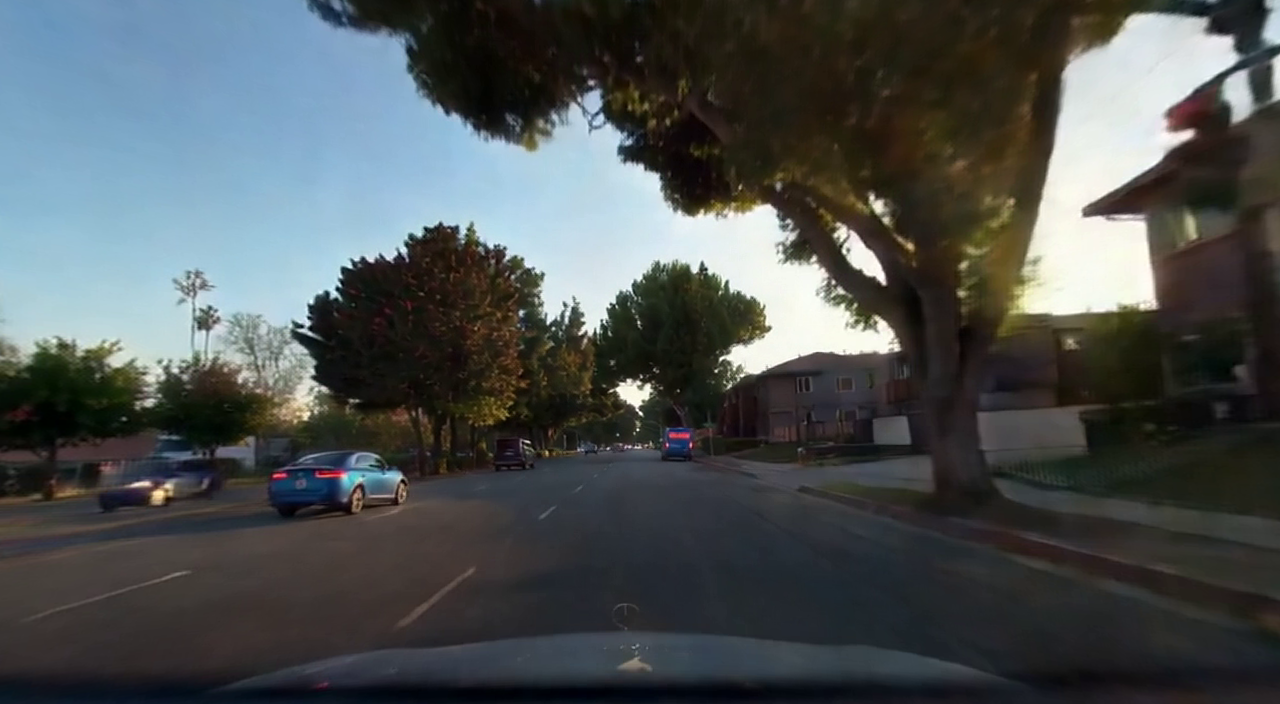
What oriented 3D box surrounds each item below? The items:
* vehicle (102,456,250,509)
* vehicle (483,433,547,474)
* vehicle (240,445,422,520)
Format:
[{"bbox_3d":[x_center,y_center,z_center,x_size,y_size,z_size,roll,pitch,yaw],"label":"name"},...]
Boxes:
[{"bbox_3d":[-15.183,4.249,20.993,1.854,1.497,3.998,0,-9,0],"label":"vehicle"},{"bbox_3d":[-6.819,5.636,35.261,2.332,2.039,5.678,0,-9,1],"label":"vehicle"},{"bbox_3d":[-6.900,2.933,14.780,1.970,1.456,4.441,0,-9,1],"label":"vehicle"}]
